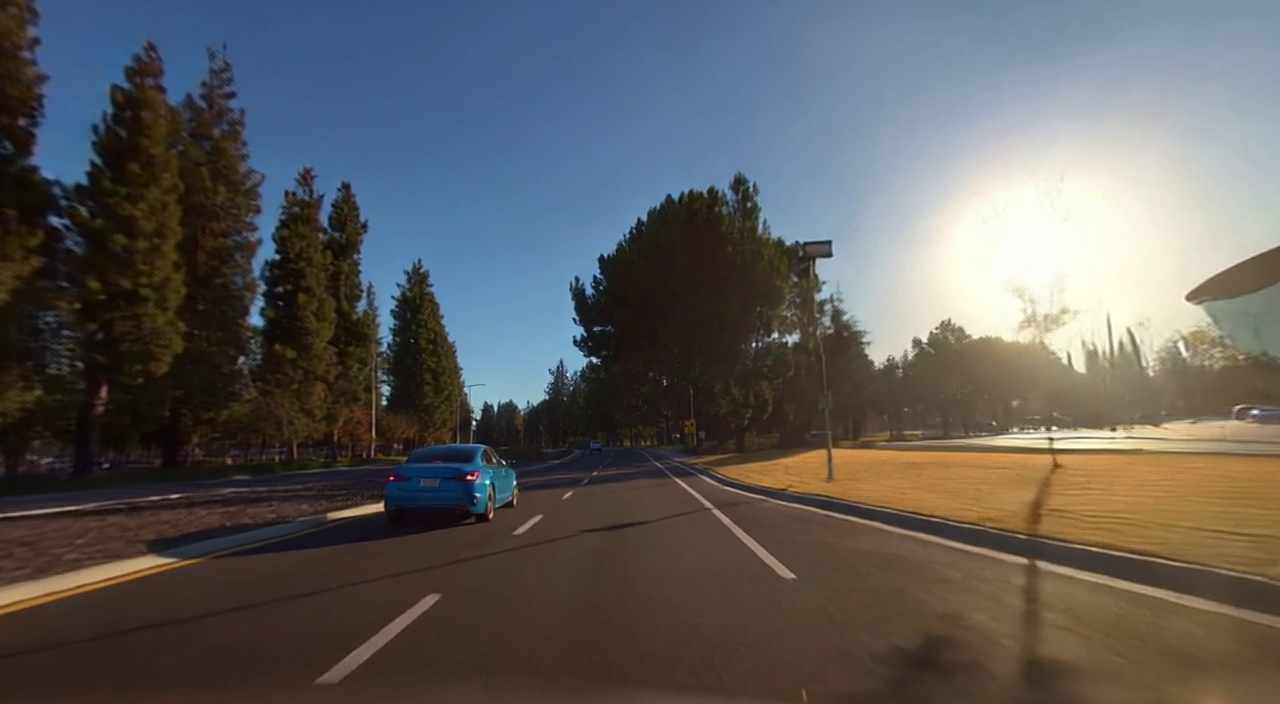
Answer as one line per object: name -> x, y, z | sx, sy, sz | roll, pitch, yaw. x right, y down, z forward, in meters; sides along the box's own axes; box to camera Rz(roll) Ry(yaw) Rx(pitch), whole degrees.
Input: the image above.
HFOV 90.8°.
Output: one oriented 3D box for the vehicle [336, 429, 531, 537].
vehicle -> -3.214, 2.111, 10.831 | 1.964, 1.472, 4.078 | 0, -8, 0
